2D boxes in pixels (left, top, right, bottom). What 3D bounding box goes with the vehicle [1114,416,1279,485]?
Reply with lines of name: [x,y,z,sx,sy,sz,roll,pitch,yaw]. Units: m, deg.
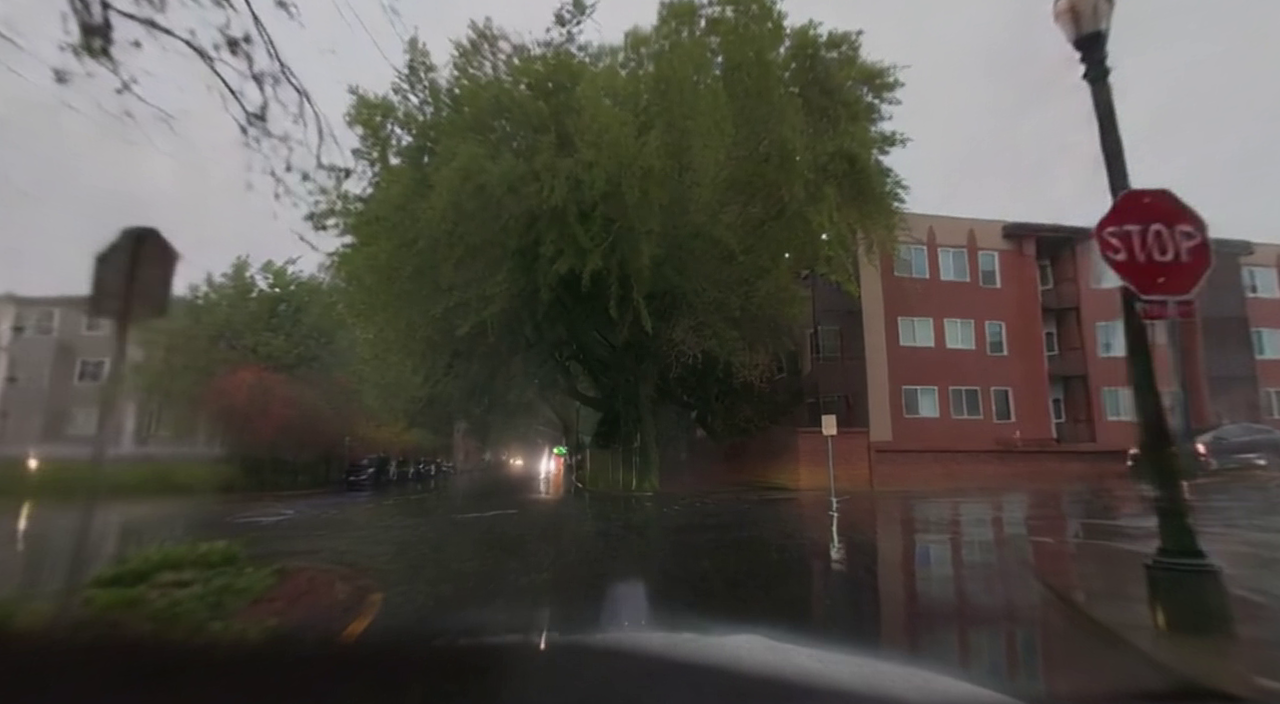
vehicle: [18.455,3.072,19.746,5.213,1.850,2.126,-4,-11,4]

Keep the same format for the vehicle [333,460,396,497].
vehicle: [-13.357,6.134,30.843,2.027,1.475,4.522,0,-8,-13]
